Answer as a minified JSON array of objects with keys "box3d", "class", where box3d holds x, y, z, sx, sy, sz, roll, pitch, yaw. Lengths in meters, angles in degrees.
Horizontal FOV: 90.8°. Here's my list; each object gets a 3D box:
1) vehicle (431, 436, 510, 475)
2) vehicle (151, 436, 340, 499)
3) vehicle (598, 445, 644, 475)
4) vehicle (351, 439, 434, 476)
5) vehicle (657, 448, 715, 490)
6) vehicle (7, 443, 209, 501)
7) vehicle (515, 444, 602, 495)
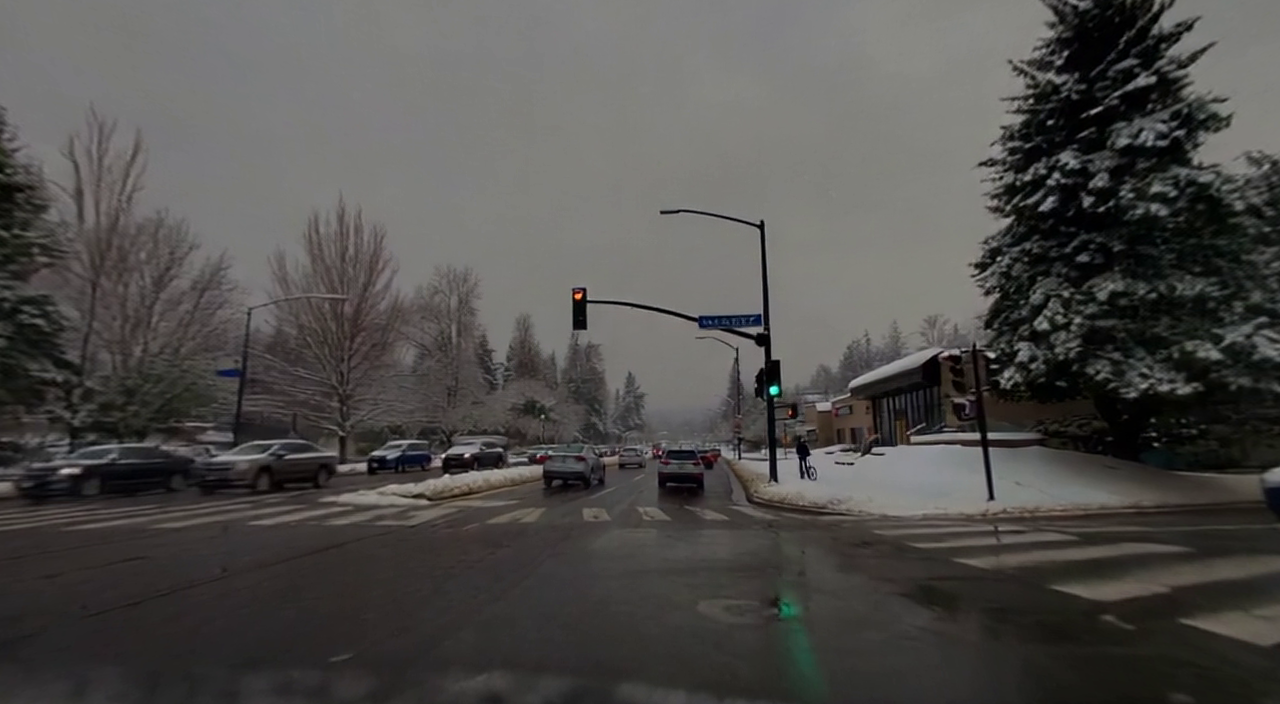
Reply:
[{"box3d":[-8.812,5.423,33.313,2.221,1.856,4.847,-1,-9,8],"class":"vehicle"},{"box3d":[-10.905,3.202,18.006,1.923,1.516,4.727,-1,-9,8],"class":"vehicle"},{"box3d":[-0.969,5.962,35.075,1.887,1.517,4.254,-1,-9,8],"class":"vehicle"},{"box3d":[-12.559,5.378,32.426,1.961,1.731,4.450,-1,-9,8],"class":"vehicle"},{"box3d":[1.819,4.492,24.678,2.085,1.475,3.976,-1,-9,5],"class":"vehicle"},{"box3d":[-15.322,3.439,18.586,1.896,1.455,4.257,-2,-8,9],"class":"vehicle"},{"box3d":[-2.542,3.763,20.724,1.921,1.477,4.083,-1,-9,6],"class":"vehicle"}]
